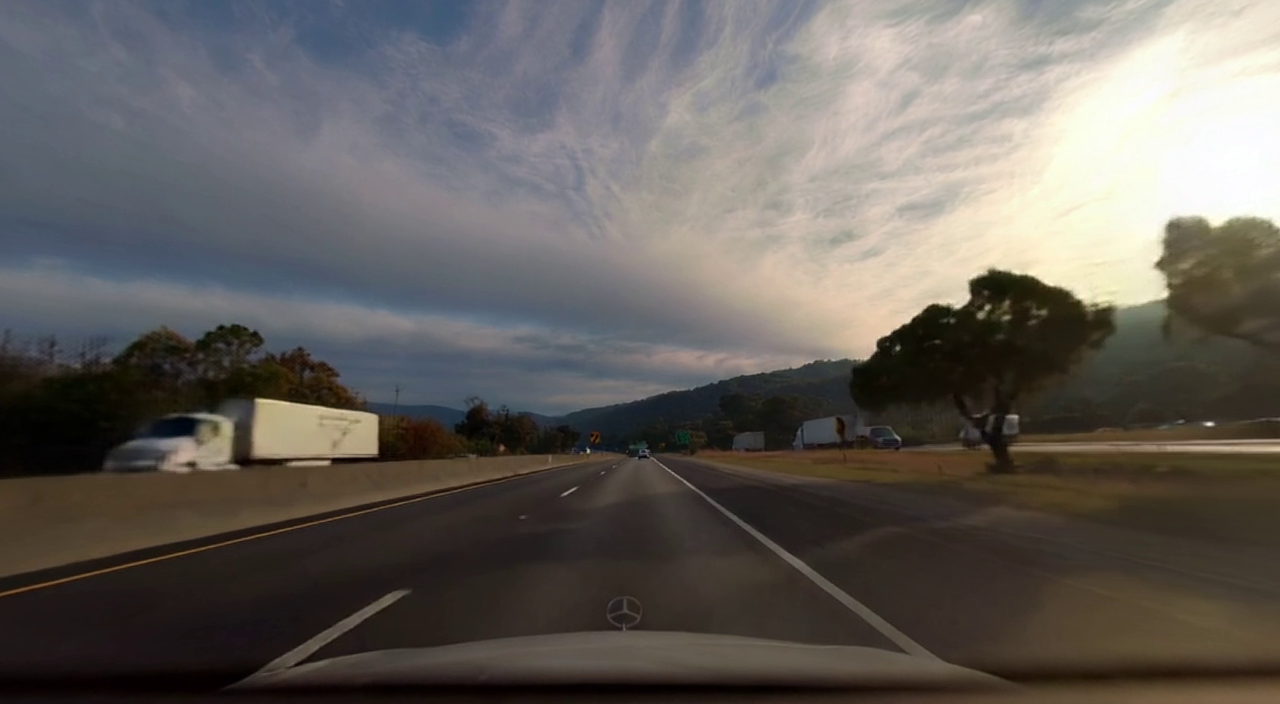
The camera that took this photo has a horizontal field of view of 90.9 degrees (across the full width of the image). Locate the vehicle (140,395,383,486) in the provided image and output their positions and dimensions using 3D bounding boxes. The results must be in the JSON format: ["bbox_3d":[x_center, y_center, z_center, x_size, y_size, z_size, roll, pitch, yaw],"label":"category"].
[{"bbox_3d":[-18.063,4.697,32.692,2.928,3.532,15.828,0,-9,0],"label":"vehicle"}]
